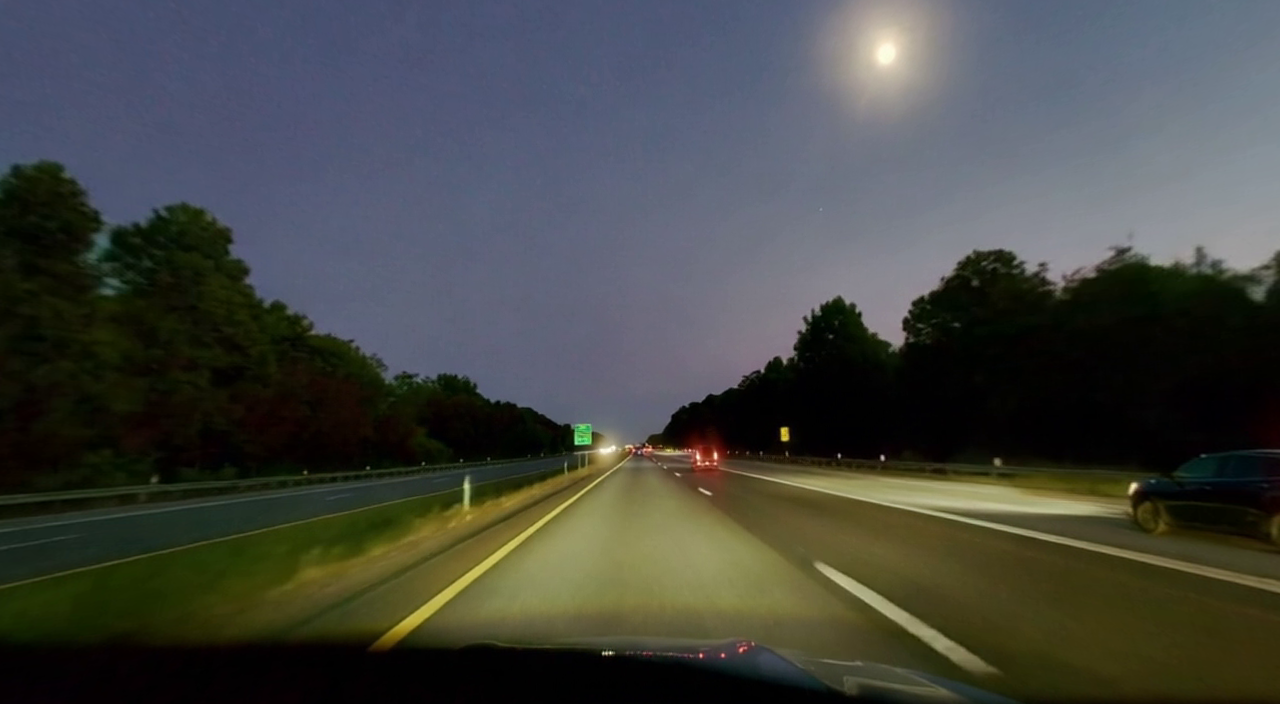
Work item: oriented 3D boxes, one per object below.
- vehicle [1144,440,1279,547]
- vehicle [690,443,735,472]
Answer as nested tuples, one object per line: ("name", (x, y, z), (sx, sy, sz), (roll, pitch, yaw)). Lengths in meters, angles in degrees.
("vehicle", (9.353, 1.891, 8.488), (1.926, 1.386, 3.719), (0, -9, -3))
("vehicle", (4.218, 6.246, 37.456), (2.058, 1.605, 4.116), (0, -9, -2))
